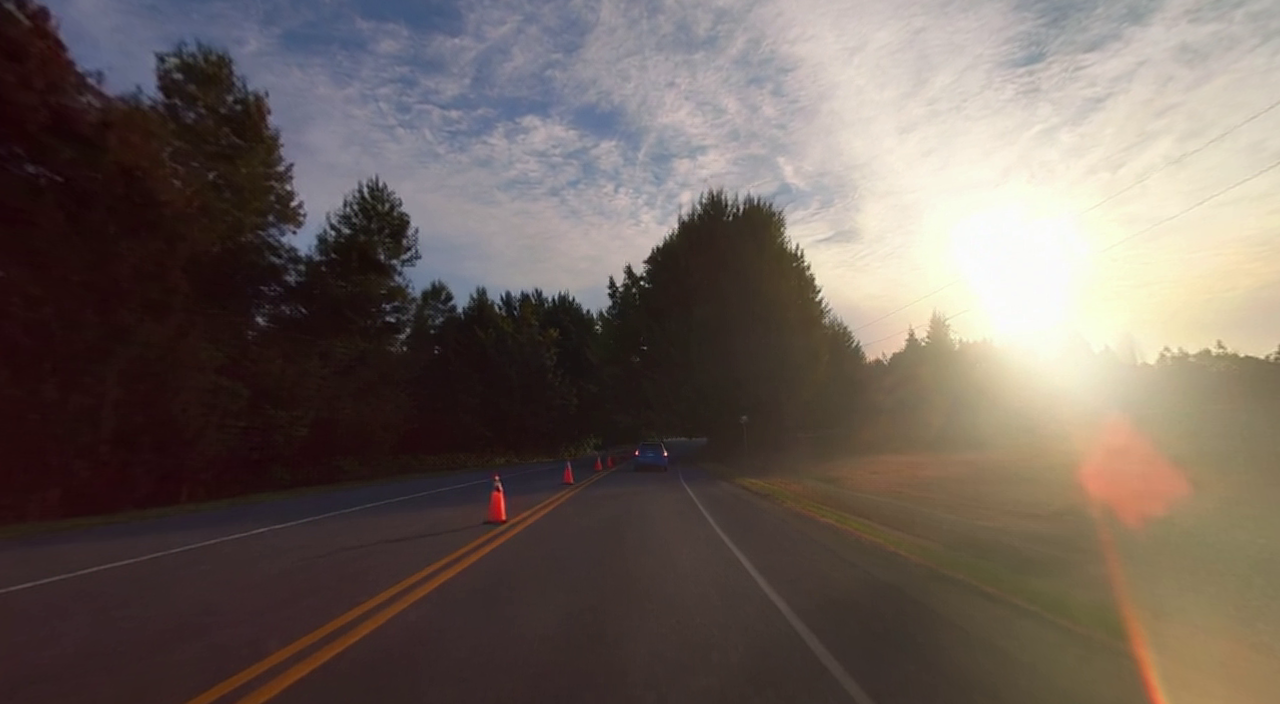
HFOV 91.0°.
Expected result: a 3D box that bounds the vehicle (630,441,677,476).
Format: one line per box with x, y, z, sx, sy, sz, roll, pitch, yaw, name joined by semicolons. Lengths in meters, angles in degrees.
0.643;4.910;29.129;2.042;1.489;3.963;0;-9;2;vehicle
